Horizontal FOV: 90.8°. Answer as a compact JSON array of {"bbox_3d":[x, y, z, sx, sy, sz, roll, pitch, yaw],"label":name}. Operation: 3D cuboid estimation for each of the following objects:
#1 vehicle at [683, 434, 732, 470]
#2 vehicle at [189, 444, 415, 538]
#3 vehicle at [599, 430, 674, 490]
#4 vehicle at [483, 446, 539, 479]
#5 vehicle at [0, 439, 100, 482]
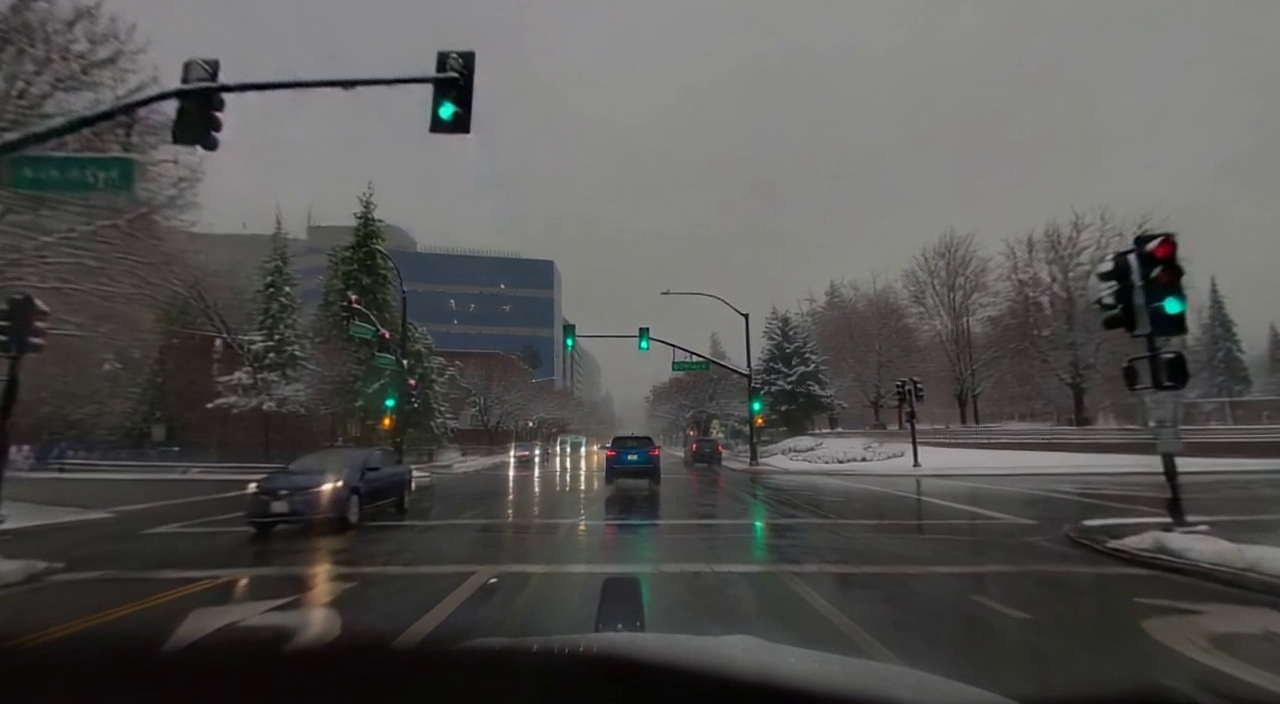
[{"bbox_3d":[3.825,5.768,36.697,2.113,1.869,5.322,0,-8,-1],"label":"vehicle"},{"bbox_3d":[-6.252,2.573,12.448,1.934,1.476,4.457,0,-8,1],"label":"vehicle"},{"bbox_3d":[-0.130,3.487,20.688,2.183,1.765,4.059,0,-8,-1],"label":"vehicle"},{"bbox_3d":[-6.310,5.419,31.352,1.874,1.480,4.148,0,-9,1],"label":"vehicle"},{"bbox_3d":[-26.098,4.678,27.559,4.393,1.730,2.151,-4,-9,26],"label":"vehicle"}]
